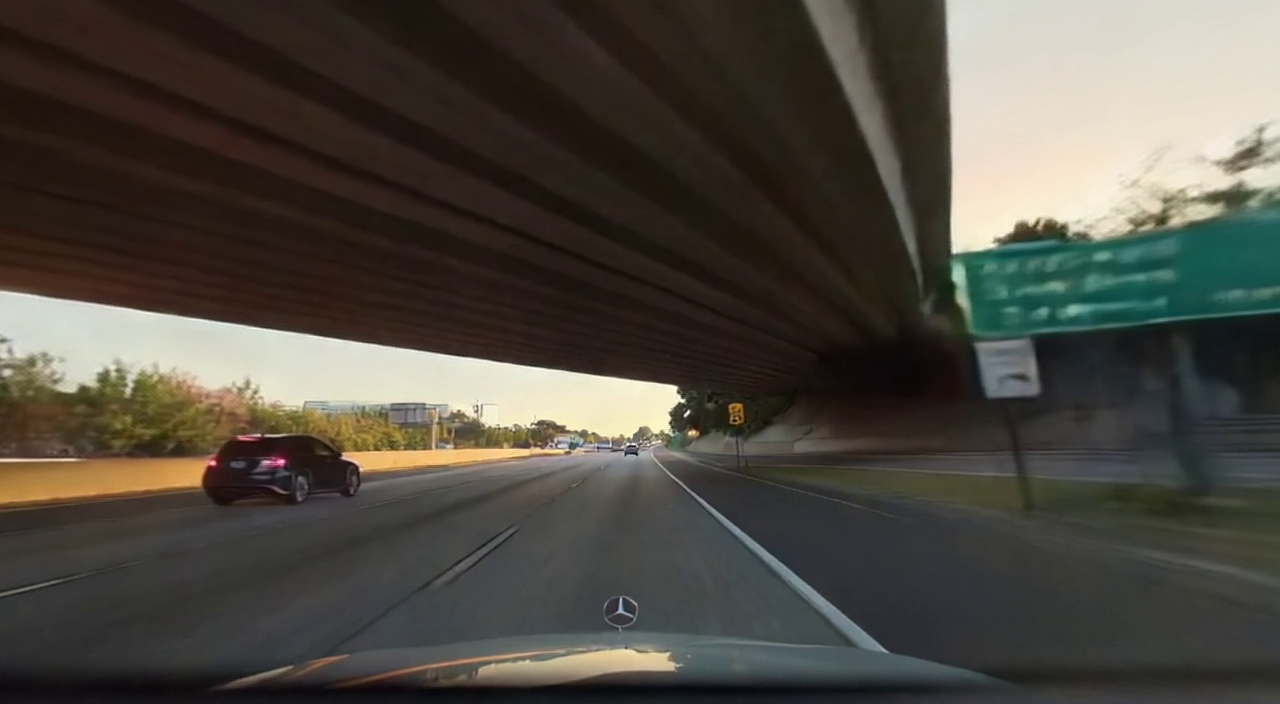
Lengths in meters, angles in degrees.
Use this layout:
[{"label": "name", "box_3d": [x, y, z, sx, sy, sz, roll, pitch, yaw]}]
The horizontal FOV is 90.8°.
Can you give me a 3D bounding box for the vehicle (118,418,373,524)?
[{"label": "vehicle", "box_3d": [-7.815, 2.405, 13.307, 2.231, 1.807, 4.758, 0, -8, 0]}]
